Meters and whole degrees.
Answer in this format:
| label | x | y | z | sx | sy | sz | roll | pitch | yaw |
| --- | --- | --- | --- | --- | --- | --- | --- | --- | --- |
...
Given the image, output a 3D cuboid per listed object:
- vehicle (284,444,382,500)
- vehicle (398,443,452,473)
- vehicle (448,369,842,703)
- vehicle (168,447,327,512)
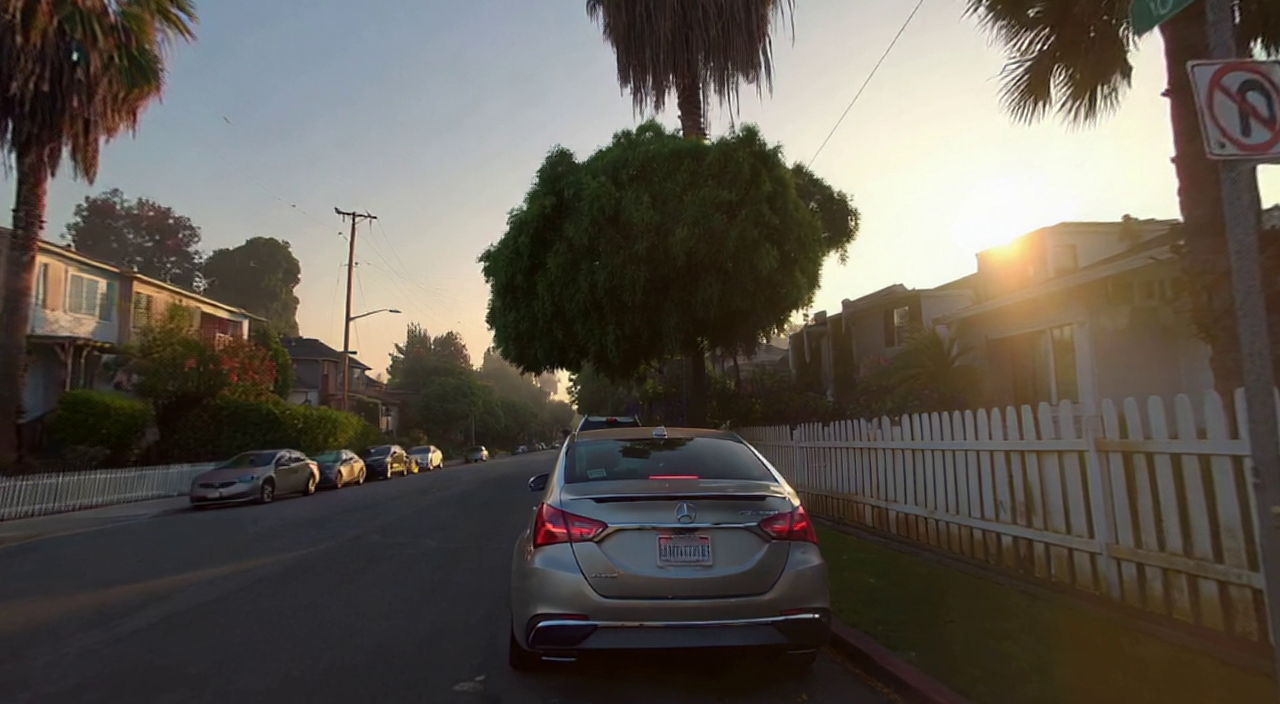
| label | x | y | z | sx | sy | sz | roll | pitch | yaw |
| --- | --- | --- | --- | --- | --- | --- | --- | --- | --- |
| vehicle | -12.131 | 4.716 | 25.254 | 2.048 | 1.485 | 4.757 | -4 | -4 | -7 |
| vehicle | -13.131 | 6.475 | 38.717 | 2.060 | 1.689 | 4.999 | 1 | -8 | -7 |
| vehicle | -0.134 | 1.215 | 4.992 | 1.894 | 1.695 | 3.795 | 1 | -8 | -6 |
| vehicle | -11.379 | 3.662 | 18.797 | 2.017 | 1.627 | 5.039 | 1 | -8 | -7 |
